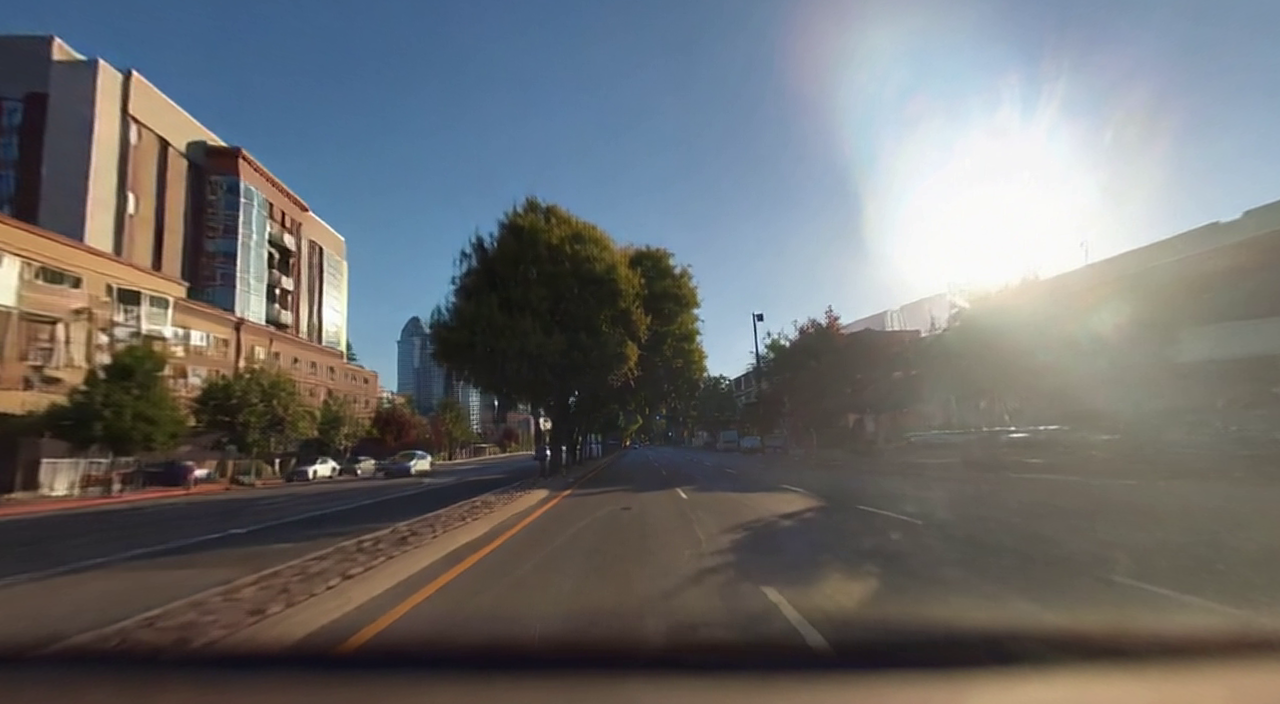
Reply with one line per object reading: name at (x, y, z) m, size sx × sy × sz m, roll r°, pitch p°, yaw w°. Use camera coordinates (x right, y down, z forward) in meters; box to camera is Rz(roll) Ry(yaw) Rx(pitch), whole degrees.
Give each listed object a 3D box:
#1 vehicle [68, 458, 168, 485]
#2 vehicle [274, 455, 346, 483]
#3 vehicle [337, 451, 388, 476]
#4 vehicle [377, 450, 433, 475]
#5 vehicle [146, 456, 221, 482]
vehicle at (-30.265, 6.910, 36.692) m, size 4.126 × 1.455 × 1.791 m, roll 0°, pitch -9°, yaw -2°
vehicle at (-19.820, 7.037, 38.177) m, size 1.856 × 1.479 × 4.554 m, roll -1°, pitch -8°, yaw 1°
vehicle at (-19.925, 8.013, 45.538) m, size 1.815 × 1.629 × 4.123 m, roll 0°, pitch -8°, yaw -1°
vehicle at (-15.744, 7.394, 42.604) m, size 1.963 × 1.500 × 4.700 m, roll -1°, pitch -8°, yaw 1°
vehicle at (-29.860, 7.644, 41.370) m, size 3.637 × 1.430 × 1.636 m, roll -2°, pitch -8°, yaw -1°
